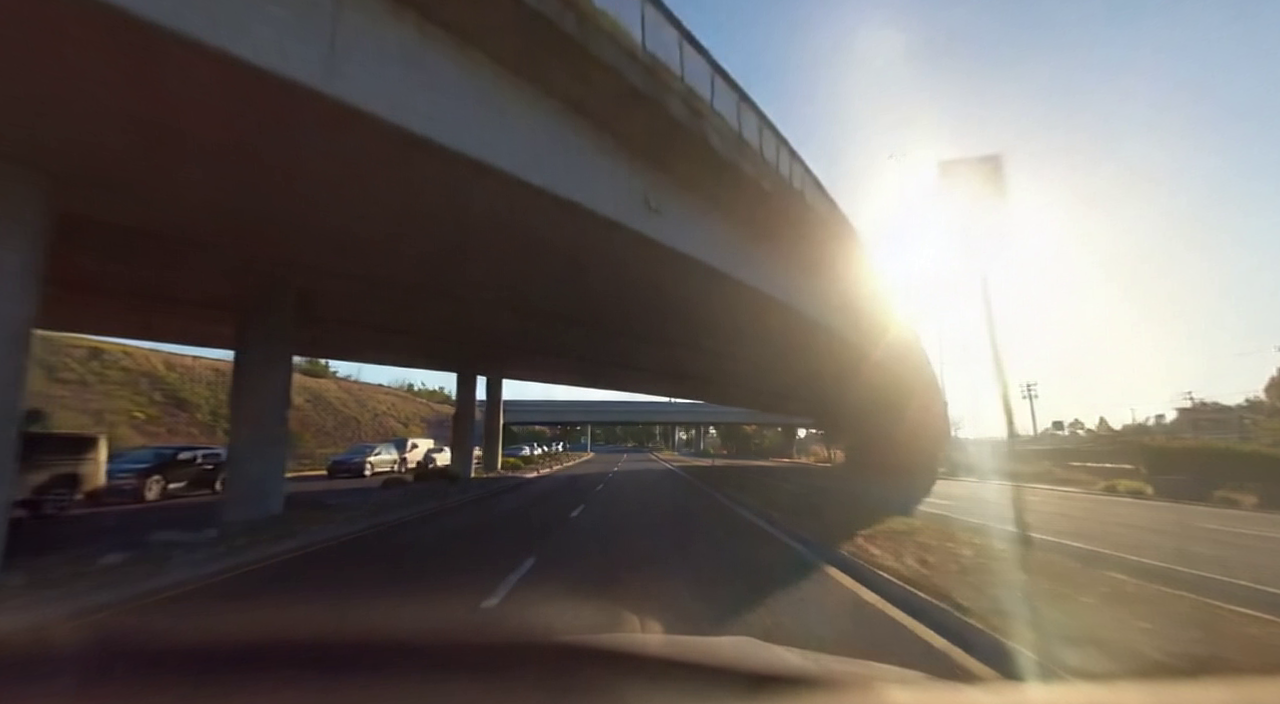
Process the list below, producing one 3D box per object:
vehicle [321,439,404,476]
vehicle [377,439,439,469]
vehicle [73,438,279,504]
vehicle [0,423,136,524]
[{"bbox_3d":[-12.889,4.902,29.721,1.907,1.553,4.683,0,-8,-2],"label":"vehicle"},{"bbox_3d":[-13.134,5.786,36.081,1.961,1.576,4.131,0,-8,0],"label":"vehicle"},{"bbox_3d":[-12.855,3.278,18.078,2.074,1.529,5.079,2,-8,-1],"label":"vehicle"},{"bbox_3d":[-12.811,2.229,11.767,2.064,1.809,5.545,2,-8,2],"label":"vehicle"}]
